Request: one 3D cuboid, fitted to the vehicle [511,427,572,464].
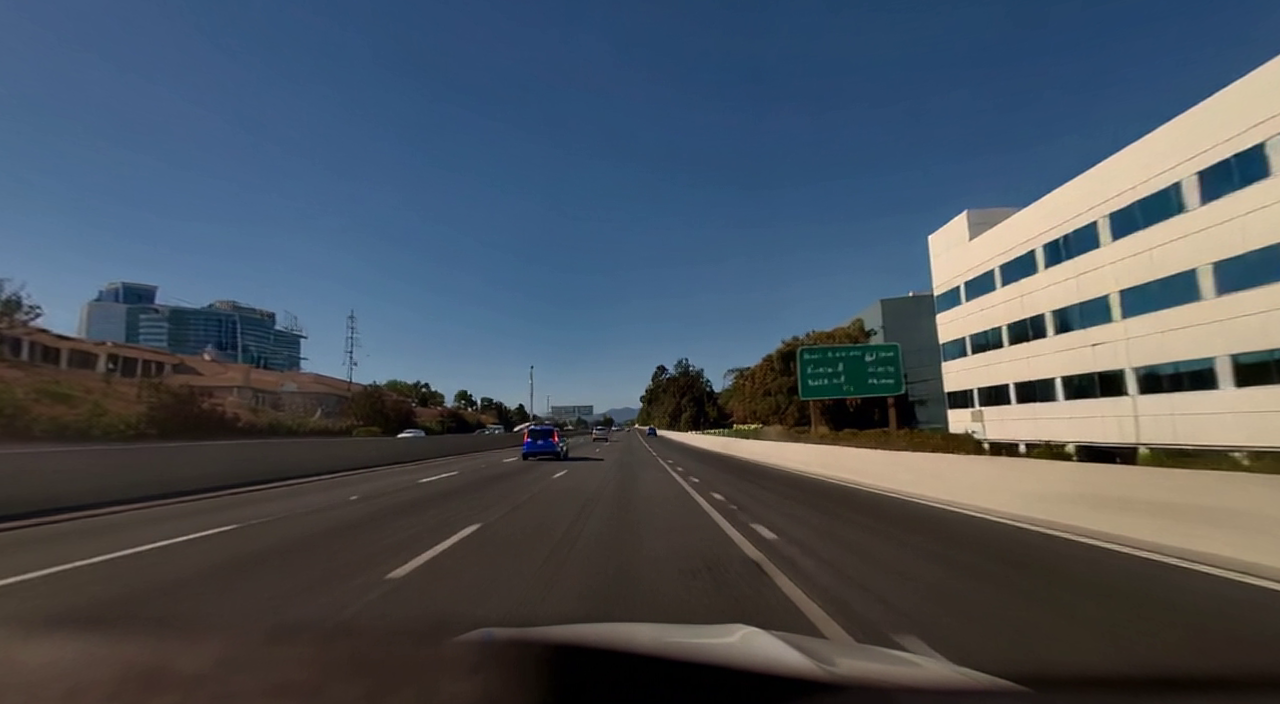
[{"bbox_3d":[-4.242,4.094,27.863,1.996,1.490,4.571,0,-8,-1],"label":"vehicle"}]
